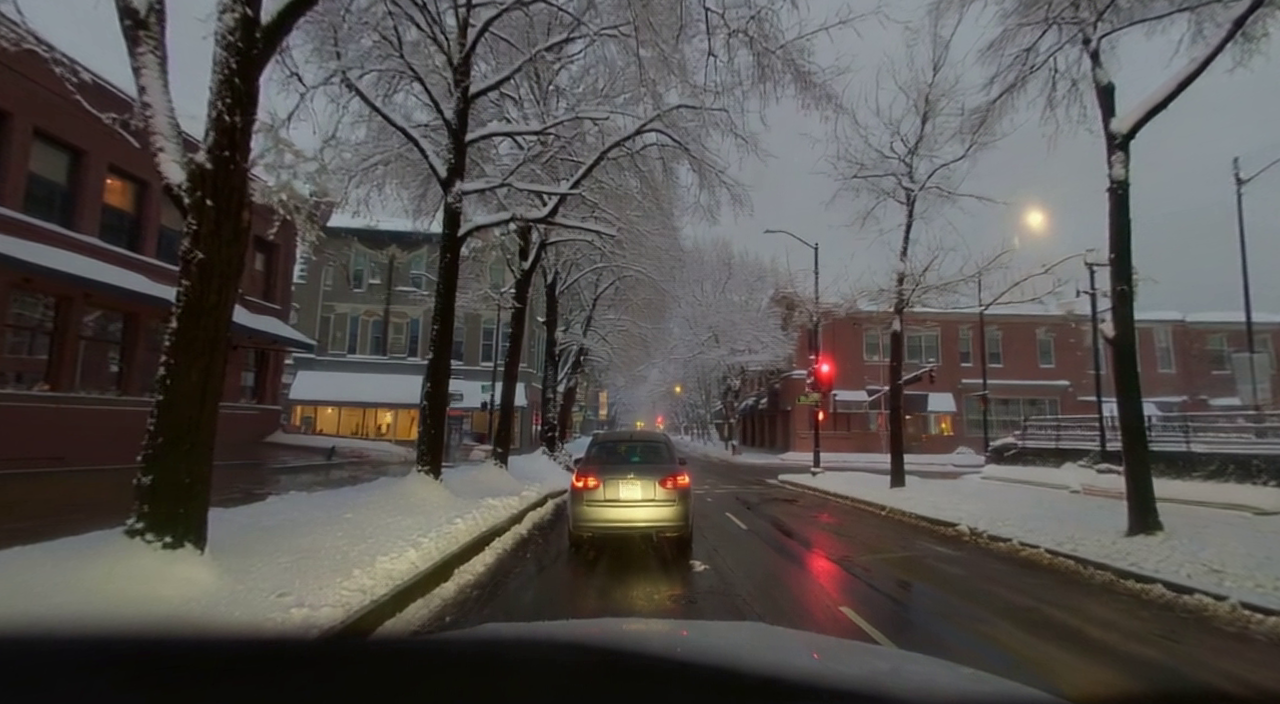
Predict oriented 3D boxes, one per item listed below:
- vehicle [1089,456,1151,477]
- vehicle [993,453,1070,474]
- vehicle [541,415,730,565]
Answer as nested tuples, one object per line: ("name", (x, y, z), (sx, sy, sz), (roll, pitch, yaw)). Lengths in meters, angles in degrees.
("vehicle", (36.615, 8.723, 48.088), (3.445, 1.363, 1.608), (2, -7, -1))
("vehicle", (29.774, 8.478, 47.963), (4.668, 1.441, 1.904), (1, -9, -6))
("vehicle", (-0.086, 1.809, 8.941), (2.079, 1.621, 3.861), (0, -8, -1))
